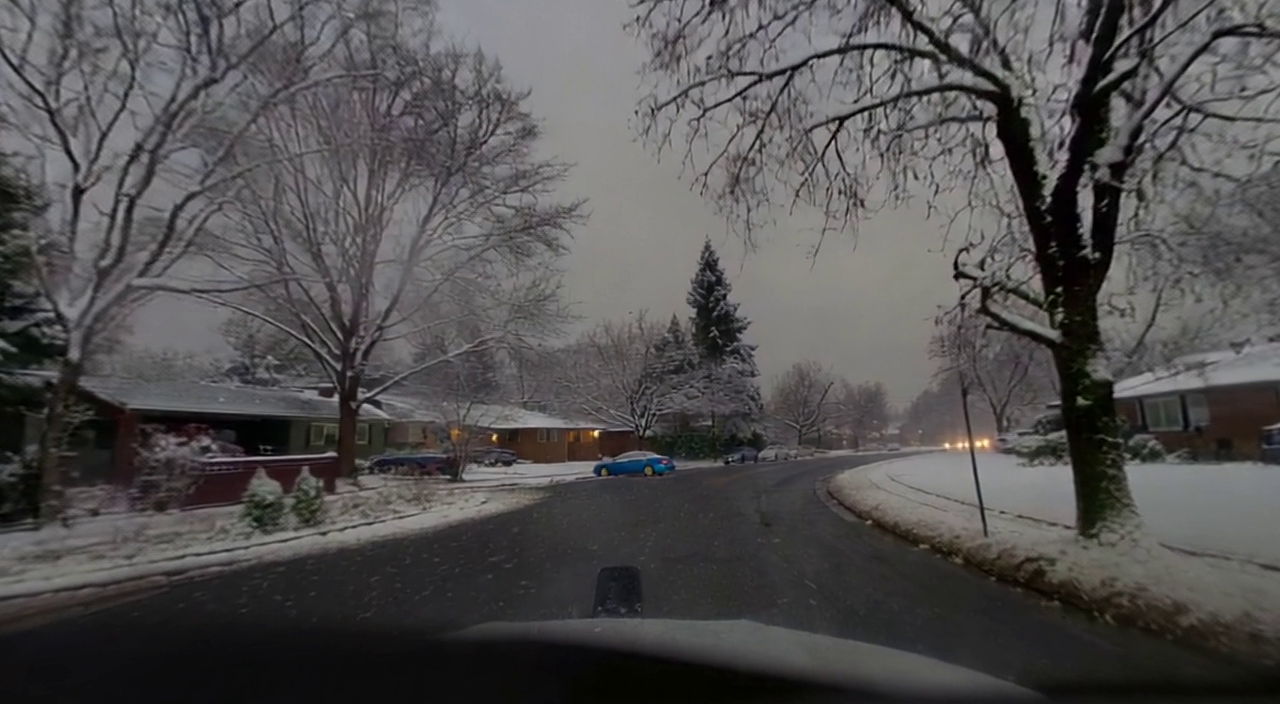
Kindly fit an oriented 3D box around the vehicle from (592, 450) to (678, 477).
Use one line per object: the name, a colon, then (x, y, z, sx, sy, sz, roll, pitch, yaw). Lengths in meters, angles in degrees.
vehicle: (-0.278, 6.444, 36.771, 4.653, 1.480, 1.871, -3, -9, 20)
